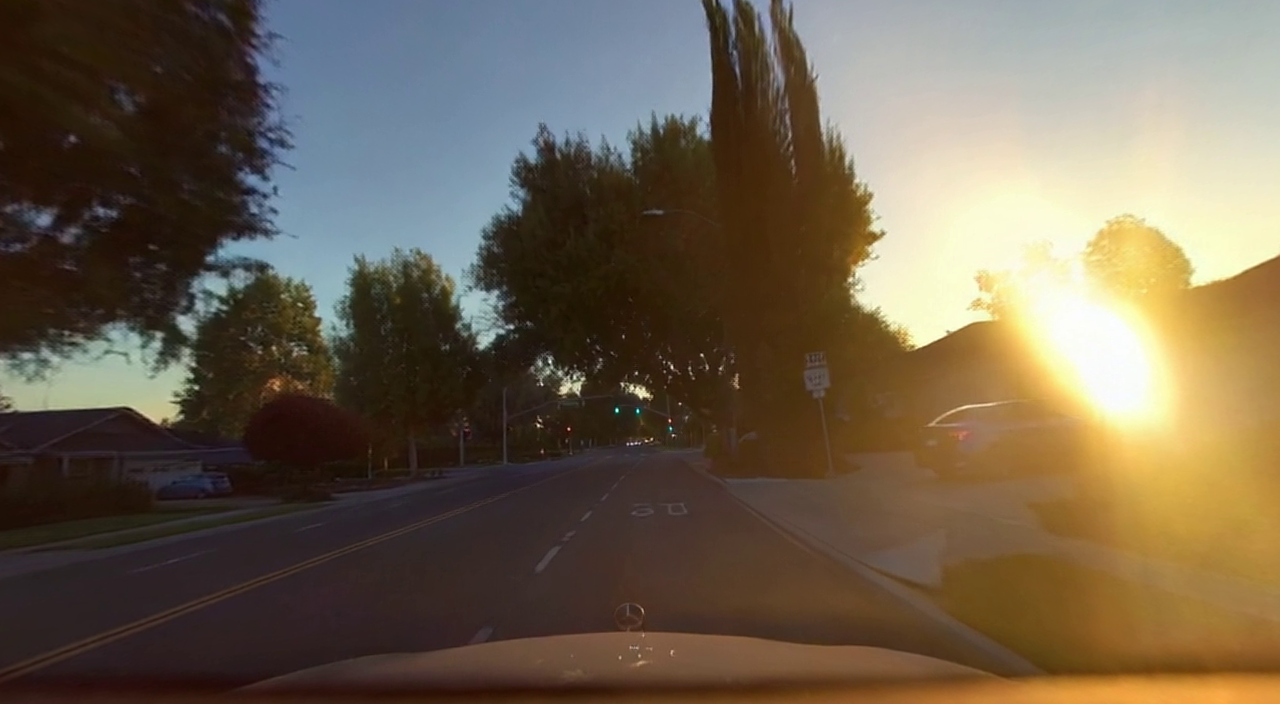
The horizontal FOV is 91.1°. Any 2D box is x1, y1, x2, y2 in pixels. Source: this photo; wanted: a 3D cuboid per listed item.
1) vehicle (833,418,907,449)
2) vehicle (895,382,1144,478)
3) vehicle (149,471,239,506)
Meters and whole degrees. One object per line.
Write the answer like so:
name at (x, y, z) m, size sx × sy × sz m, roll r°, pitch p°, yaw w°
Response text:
vehicle at (14.696, 5.250, 40.254) m, size 3.917 × 1.454 × 1.725 m, roll -7°, pitch -8°, yaw 0°
vehicle at (8.235, 1.721, 13.724) m, size 4.636 × 1.823 × 1.997 m, roll 2°, pitch -9°, yaw -18°
vehicle at (-22.423, 6.842, 31.745) m, size 1.847 × 1.461 × 3.659 m, roll 0°, pitch -8°, yaw 0°
